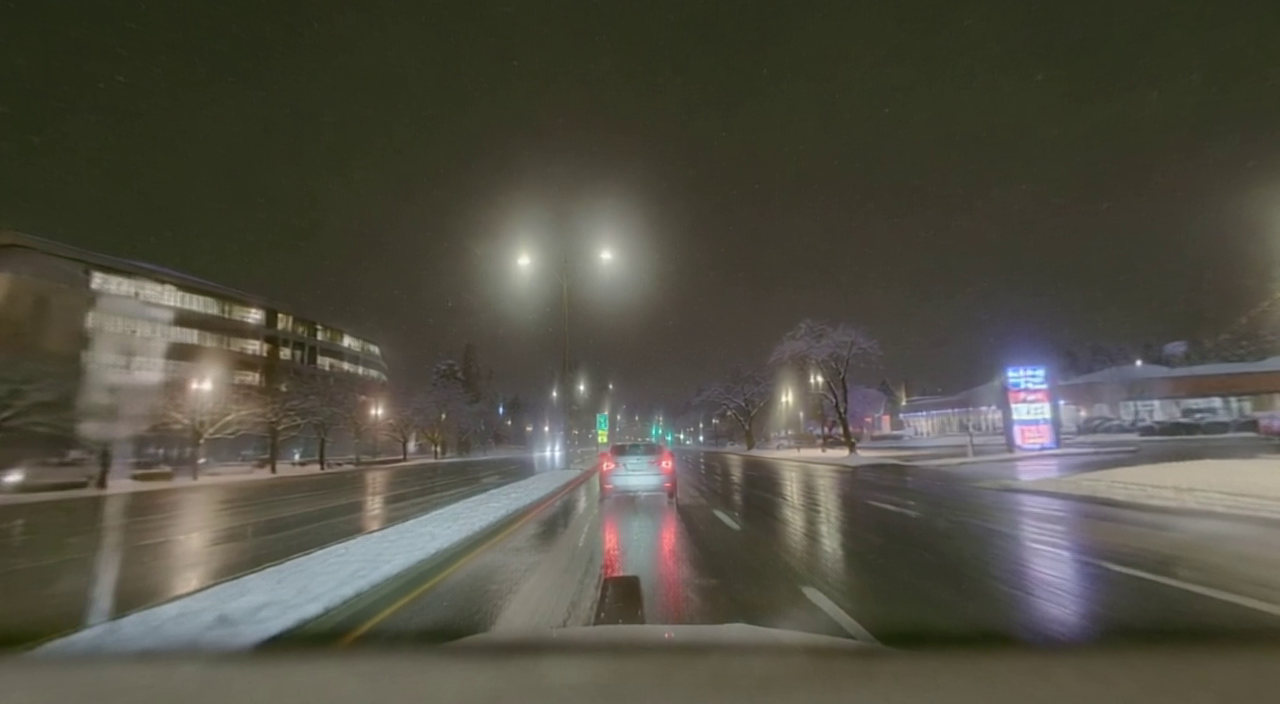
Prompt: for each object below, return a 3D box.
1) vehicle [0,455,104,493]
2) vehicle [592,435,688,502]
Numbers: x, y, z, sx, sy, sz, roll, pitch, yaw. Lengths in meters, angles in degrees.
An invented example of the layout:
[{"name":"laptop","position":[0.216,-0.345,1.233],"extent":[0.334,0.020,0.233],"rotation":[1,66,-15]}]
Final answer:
[{"name":"vehicle","position":[-27.719,5.510,28.605],"extent":[4.665,1.578,2.051],"rotation":[0,-8,-3]},{"name":"vehicle","position":[-0.043,2.879,16.003],"extent":[2.126,1.475,3.967],"rotation":[0,-8,-1]}]
